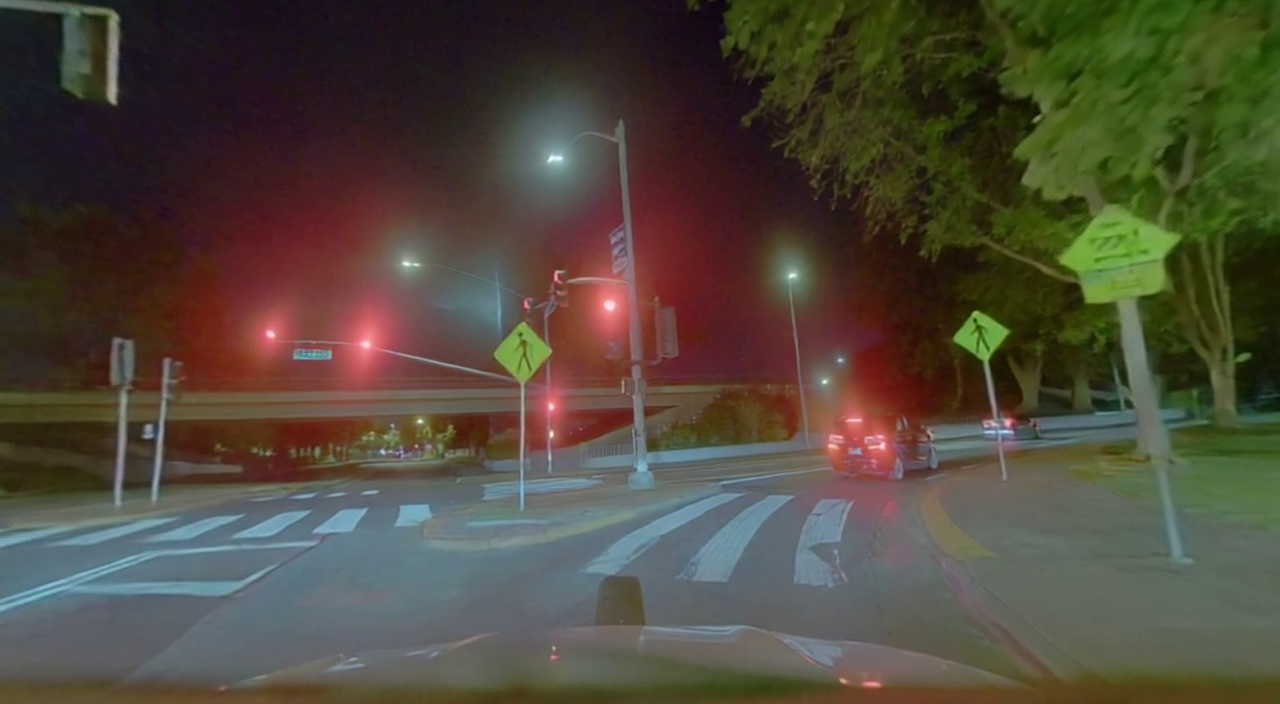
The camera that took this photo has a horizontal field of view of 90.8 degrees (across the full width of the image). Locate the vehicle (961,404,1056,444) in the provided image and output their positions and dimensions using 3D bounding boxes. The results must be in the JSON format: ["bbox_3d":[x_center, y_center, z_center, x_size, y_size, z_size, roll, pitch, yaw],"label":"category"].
[{"bbox_3d":[19.522,3.891,33.417,5.144,1.954,2.122,5,-10,-33],"label":"vehicle"}]

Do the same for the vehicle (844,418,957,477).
[{"bbox_3d":[8.144,2.955,19.584,1.908,1.622,4.166,-7,-11,41],"label":"vehicle"}]
